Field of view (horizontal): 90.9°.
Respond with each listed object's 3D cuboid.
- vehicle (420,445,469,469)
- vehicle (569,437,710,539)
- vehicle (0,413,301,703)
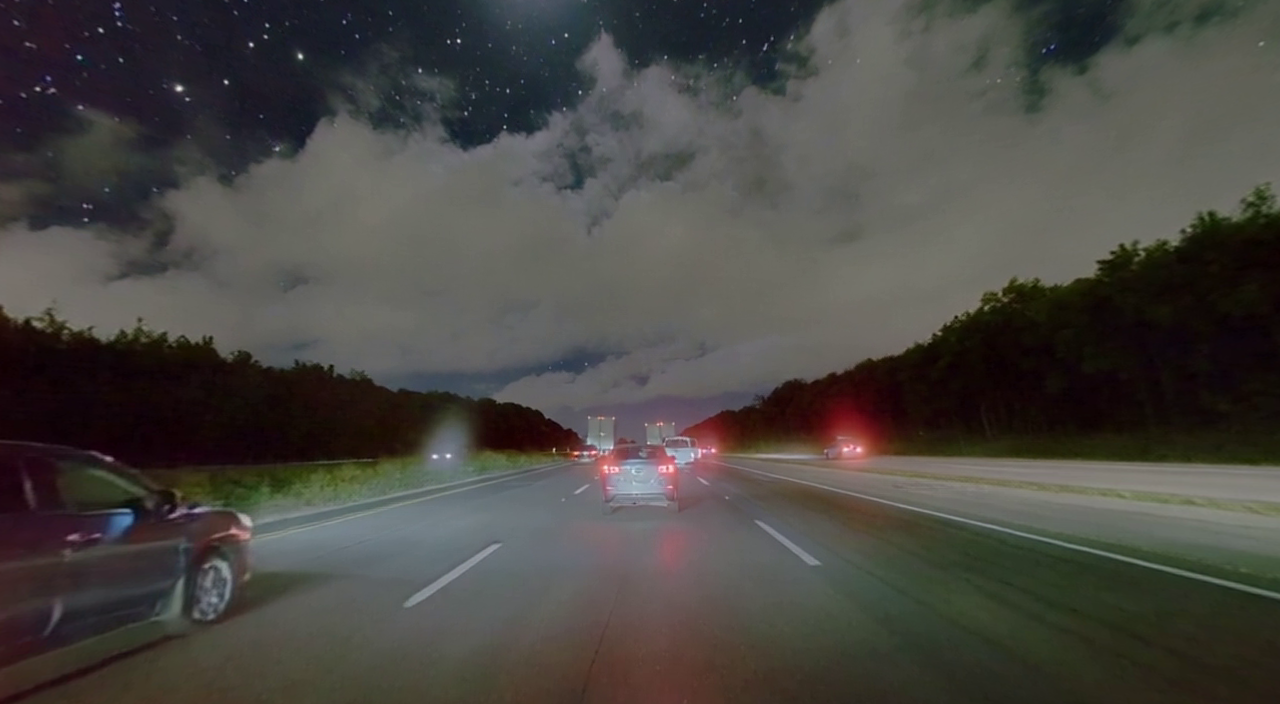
[{"bbox_3d":[-14.381,7.739,46.536,1.998,1.685,4.606,0,-9,2],"label":"vehicle"},{"bbox_3d":[-0.029,2.297,11.210,2.057,1.449,3.931,0,-9,-1],"label":"vehicle"},{"bbox_3d":[-4.105,1.136,3.547,1.929,1.509,4.331,0,-9,1],"label":"vehicle"}]
